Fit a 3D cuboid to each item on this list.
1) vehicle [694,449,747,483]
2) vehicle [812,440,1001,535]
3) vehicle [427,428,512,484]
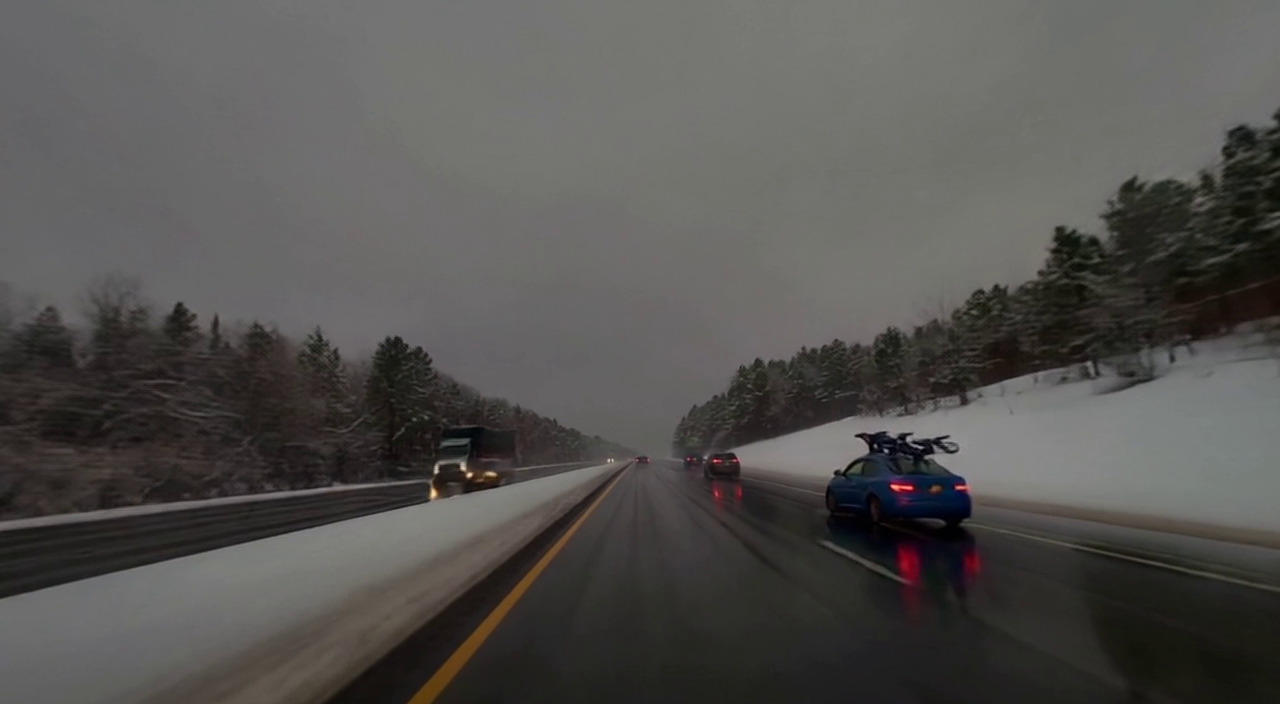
[{"bbox_3d":[4.116,5.916,33.012,2.122,1.662,4.392,0,-9,-1],"label":"vehicle"},{"bbox_3d":[4.883,2.513,12.205,1.964,1.513,3.707,0,-9,-1],"label":"vehicle"},{"bbox_3d":[-12.579,7.871,47.990,3.046,3.630,12.421,0,-9,0],"label":"vehicle"}]
